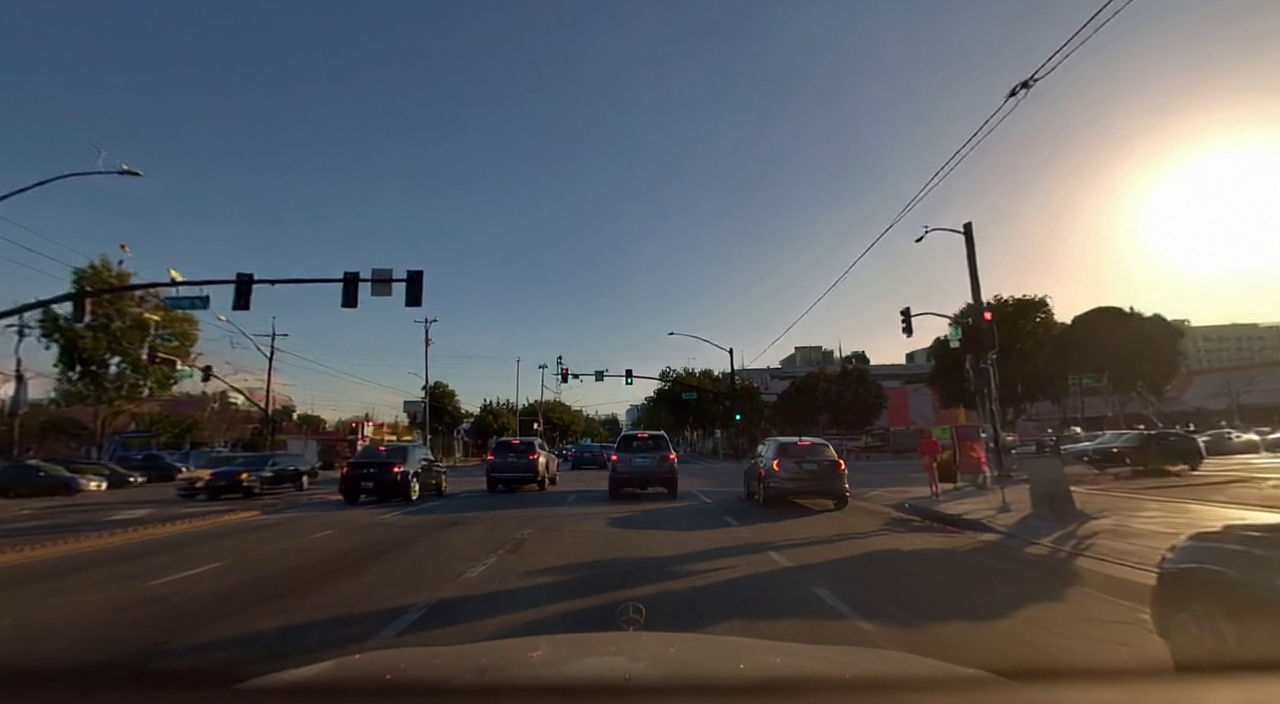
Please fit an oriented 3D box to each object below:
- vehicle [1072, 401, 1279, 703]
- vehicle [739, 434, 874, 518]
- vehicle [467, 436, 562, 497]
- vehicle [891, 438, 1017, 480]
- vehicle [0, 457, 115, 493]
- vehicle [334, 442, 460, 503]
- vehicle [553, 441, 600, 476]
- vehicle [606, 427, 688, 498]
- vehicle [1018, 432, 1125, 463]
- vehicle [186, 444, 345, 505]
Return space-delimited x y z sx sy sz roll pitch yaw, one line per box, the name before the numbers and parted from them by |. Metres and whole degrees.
vehicle | 3.541 0.818 1.621 1.927 1.498 4.169 0 -8 1
vehicle | 3.337 2.565 13.600 2.030 1.492 4.383 -1 -8 4
vehicle | -3.642 3.395 19.114 1.886 1.599 4.247 0 -8 1
vehicle | 12.189 4.107 24.430 4.566 1.457 1.986 4 -9 -27
vehicle | -29.822 6.245 32.234 4.337 1.690 1.875 -1 -8 5
vehicle | -6.676 3.334 17.888 1.852 1.495 4.211 0 -8 1
vehicle | -3.182 5.427 32.399 1.894 1.642 3.861 0 -8 1
vehicle | 0.206 3.096 18.037 2.075 1.770 4.018 0 -8 1
vehicle | 23.012 5.101 33.731 4.236 1.617 1.832 -1 -9 9
vehicle | -11.404 3.723 19.679 2.077 1.657 4.589 0 -8 1
